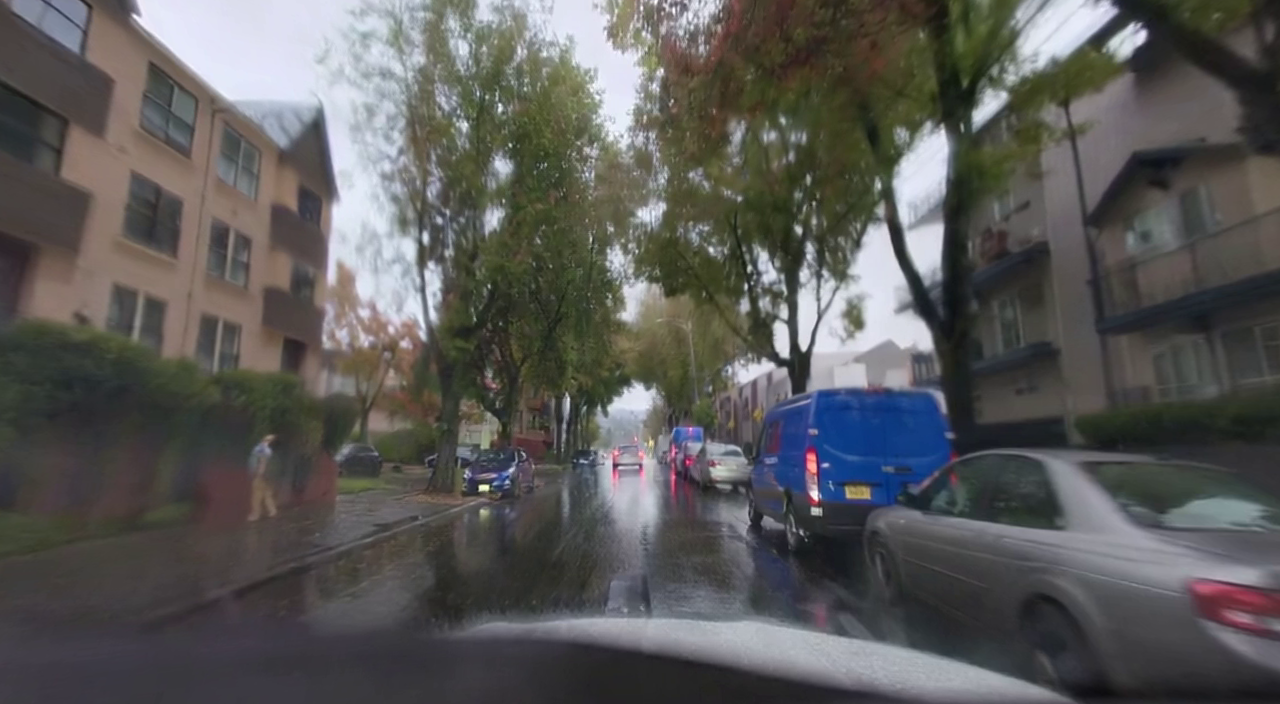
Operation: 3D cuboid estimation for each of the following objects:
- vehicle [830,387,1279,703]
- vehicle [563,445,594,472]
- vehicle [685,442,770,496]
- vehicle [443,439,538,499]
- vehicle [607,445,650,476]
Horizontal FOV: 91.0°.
[{"bbox_3d":[2.535,0.995,2.691,1.922,1.476,4.811,0,-8,0],"label":"vehicle"},{"bbox_3d":[-4.772,8.298,49.324,1.951,1.662,4.046,1,-4,1],"label":"vehicle"},{"bbox_3d":[2.607,3.586,19.745,1.906,1.471,3.941,0,-8,-3],"label":"vehicle"},{"bbox_3d":[-4.930,3.881,21.449,2.090,1.497,4.639,1,-4,0],"label":"vehicle"},{"bbox_3d":[-0.617,5.656,33.042,2.095,1.510,3.605,0,-8,-1],"label":"vehicle"}]
